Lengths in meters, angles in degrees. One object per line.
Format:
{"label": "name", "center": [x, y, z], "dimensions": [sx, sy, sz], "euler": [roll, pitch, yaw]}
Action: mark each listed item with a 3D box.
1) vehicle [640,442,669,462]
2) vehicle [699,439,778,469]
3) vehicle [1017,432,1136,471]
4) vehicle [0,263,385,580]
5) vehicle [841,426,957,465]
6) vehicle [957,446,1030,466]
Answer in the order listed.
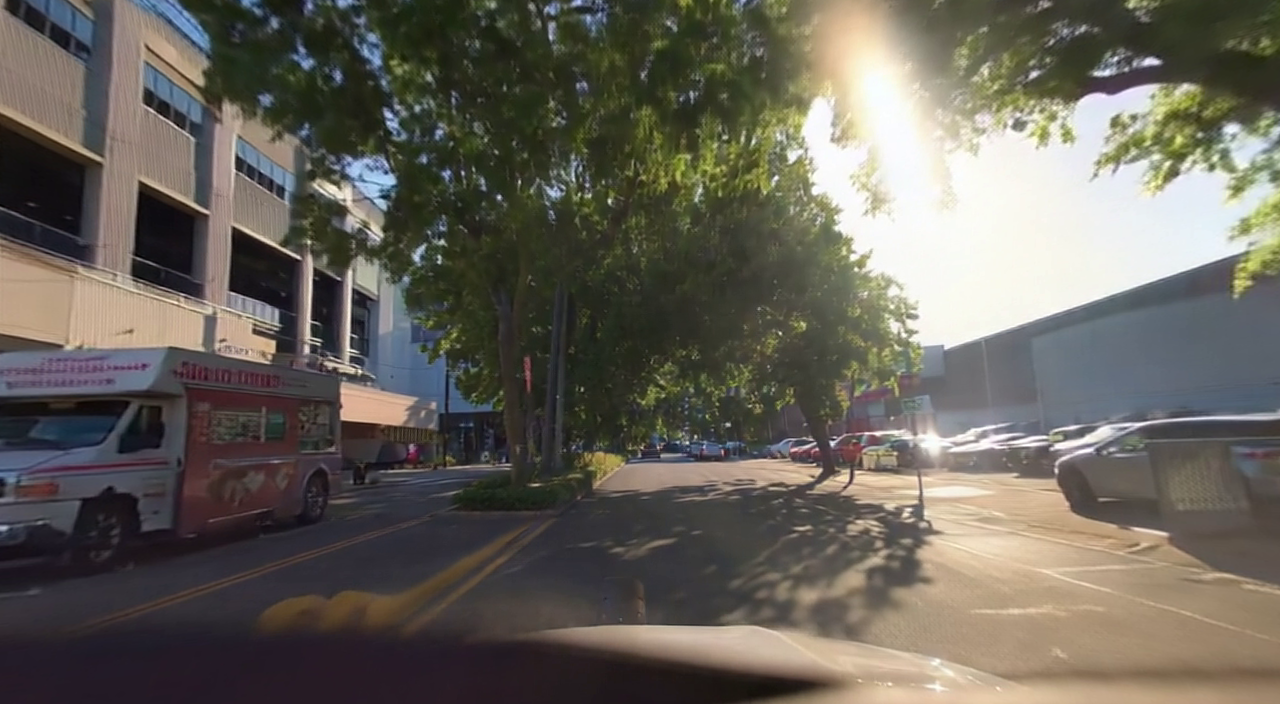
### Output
{"label": "vehicle", "center": [1.083, 7.688, 48.543], "dimensions": [2.046, 1.445, 4.001], "euler": [0, -8, -1]}
{"label": "vehicle", "center": [6.079, 6.253, 38.962], "dimensions": [4.626, 1.723, 1.939], "euler": [5, -10, -31]}
{"label": "vehicle", "center": [26.672, 6.095, 38.741], "dimensions": [5.596, 2.168, 2.307], "euler": [1, -8, -2]}
{"label": "vehicle", "center": [-6.966, 1.188, 9.952], "dimensions": [2.968, 3.222, 7.036], "euler": [-1, -9, 0]}
{"label": "vehicle", "center": [14.573, 5.299, 35.836], "dimensions": [5.540, 2.045, 2.259], "euler": [-1, -8, 0]}
{"label": "vehicle", "center": [27.486, 8.104, 49.166], "dimensions": [4.558, 1.452, 1.790], "euler": [0, -8, 0]}
